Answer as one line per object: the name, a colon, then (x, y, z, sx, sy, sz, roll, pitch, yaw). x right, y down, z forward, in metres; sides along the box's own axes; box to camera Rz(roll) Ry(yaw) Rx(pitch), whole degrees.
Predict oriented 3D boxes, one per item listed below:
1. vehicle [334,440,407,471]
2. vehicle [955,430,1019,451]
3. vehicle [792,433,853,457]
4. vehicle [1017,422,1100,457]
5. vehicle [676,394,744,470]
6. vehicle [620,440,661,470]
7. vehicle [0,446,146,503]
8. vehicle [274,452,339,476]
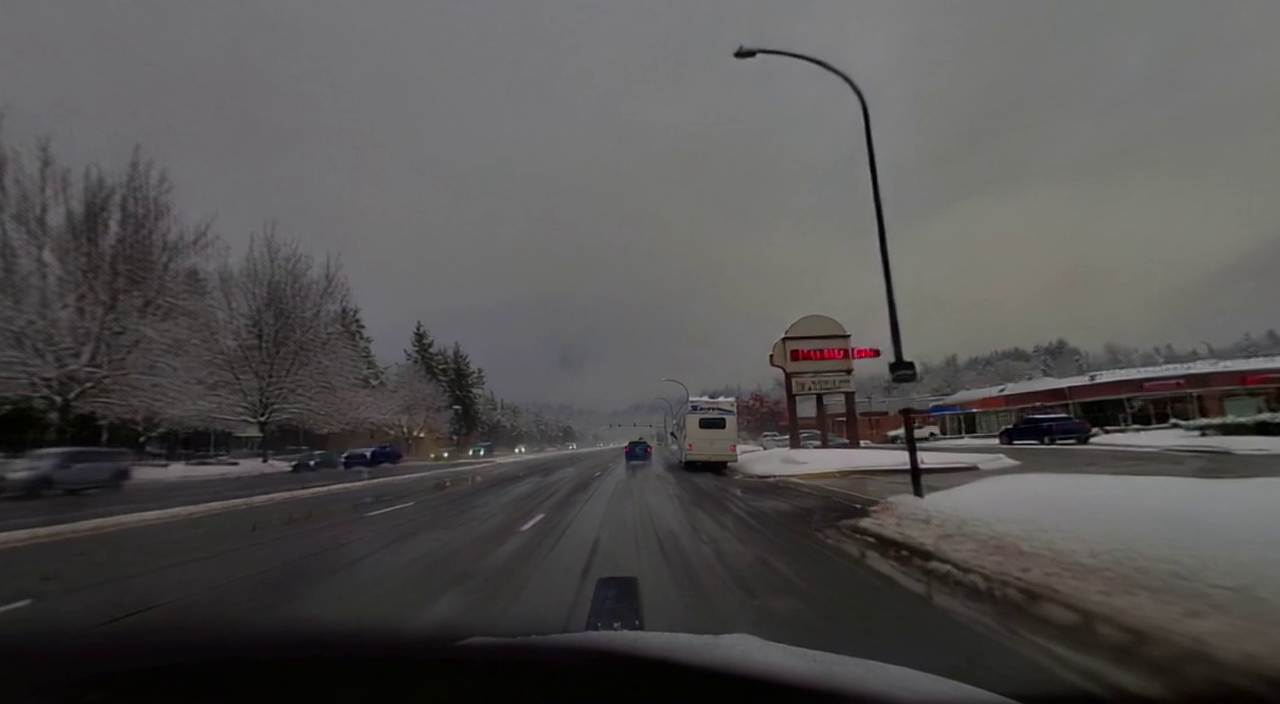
vehicle: (-14.970, 5.774, 35.389, 1.983, 1.630, 4.568, 0, -9, 1)
vehicle: (25.884, 6.597, 47.064, 4.196, 1.520, 1.953, 4, -10, -24)
vehicle: (13.694, 6.977, 47.435, 4.037, 1.538, 1.912, -7, -10, 25)
vehicle: (23.950, 4.990, 36.116, 4.430, 1.659, 1.905, 1, -10, -29)
vehicle: (3.851, 4.773, 36.979, 2.896, 3.921, 8.415, 0, -9, -1)
vehicle: (-0.014, 5.664, 34.760, 2.103, 1.506, 4.742, 0, -9, -1)
vehicle: (-18.222, 3.738, 19.766, 1.832, 1.528, 4.603, 0, -9, 0)
vehicle: (-22.395, 7.506, 42.582, 1.900, 1.448, 4.562, 0, -9, 0)
